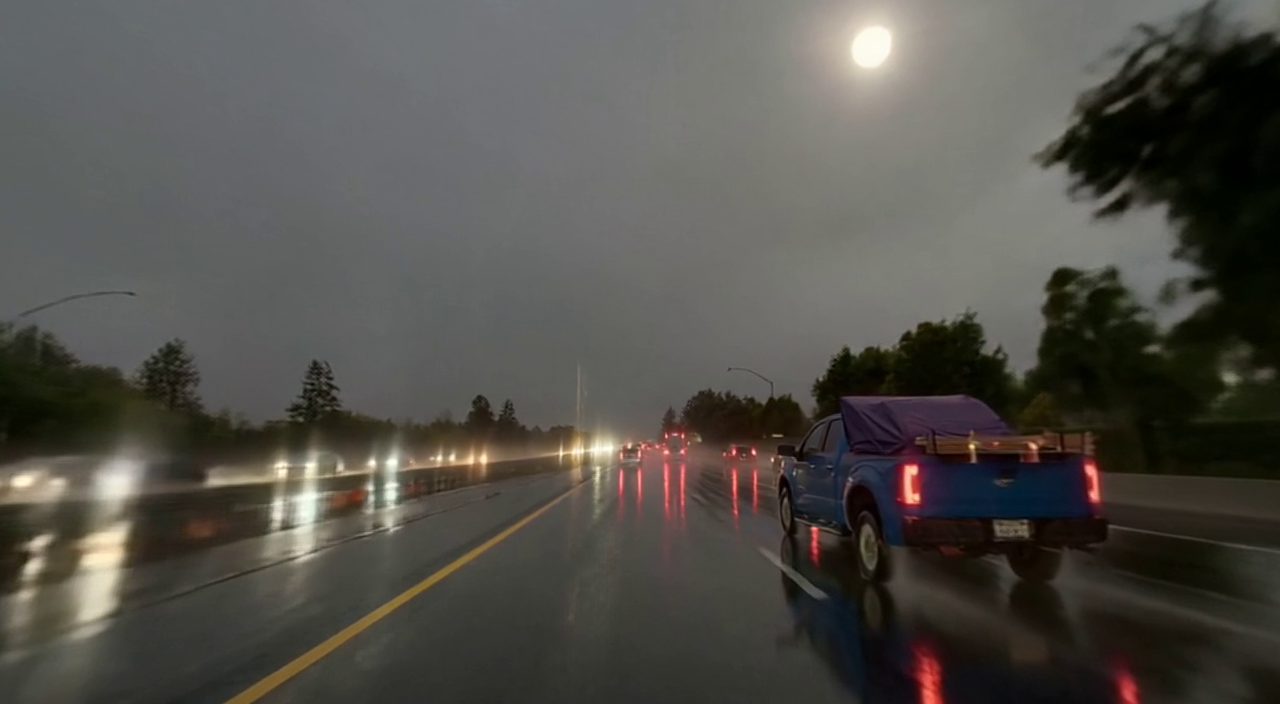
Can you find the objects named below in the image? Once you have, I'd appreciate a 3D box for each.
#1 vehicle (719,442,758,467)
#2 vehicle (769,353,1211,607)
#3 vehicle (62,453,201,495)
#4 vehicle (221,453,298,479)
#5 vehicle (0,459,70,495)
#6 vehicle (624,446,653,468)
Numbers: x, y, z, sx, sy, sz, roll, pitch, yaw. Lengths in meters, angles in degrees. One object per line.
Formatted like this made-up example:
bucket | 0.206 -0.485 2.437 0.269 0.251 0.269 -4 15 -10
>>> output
vehicle | 7.249 7.598 46.752 2.189 1.704 4.521 0 -9 0
vehicle | 3.443 1.457 8.018 2.354 2.079 5.586 0 -9 0
vehicle | -21.304 5.085 26.686 1.894 1.535 4.672 0 -9 1
vehicle | -25.046 7.494 41.658 1.968 1.541 4.901 0 -9 1
vehicle | -28.872 5.638 28.541 1.862 1.503 4.385 0 -9 1
vehicle | -0.081 7.444 44.906 2.030 1.473 3.926 0 -9 0
